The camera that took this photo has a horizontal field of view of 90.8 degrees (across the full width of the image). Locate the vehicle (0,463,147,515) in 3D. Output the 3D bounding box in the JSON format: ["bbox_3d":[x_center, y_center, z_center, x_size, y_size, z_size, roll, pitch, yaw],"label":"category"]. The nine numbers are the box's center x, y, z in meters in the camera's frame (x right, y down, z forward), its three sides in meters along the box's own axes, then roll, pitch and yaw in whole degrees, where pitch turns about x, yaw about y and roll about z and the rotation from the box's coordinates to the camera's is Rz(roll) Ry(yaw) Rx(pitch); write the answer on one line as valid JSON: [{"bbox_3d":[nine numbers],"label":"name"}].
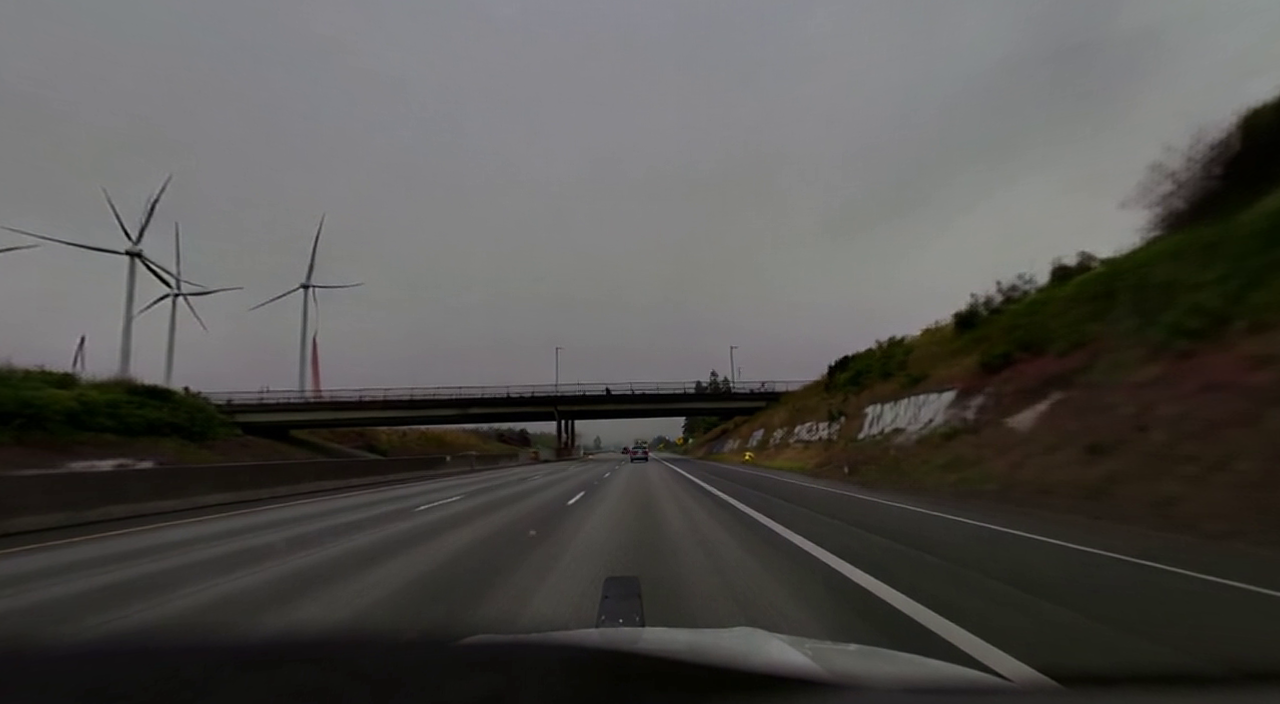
[{"bbox_3d":[-19.047,4.450,20.956,1.783,1.432,4.354,0,-9,0],"label":"vehicle"}]

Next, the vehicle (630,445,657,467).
[{"bbox_3d":[0.247,7.682,46.608,1.870,1.481,4.234,0,-9,0],"label":"vehicle"}]
